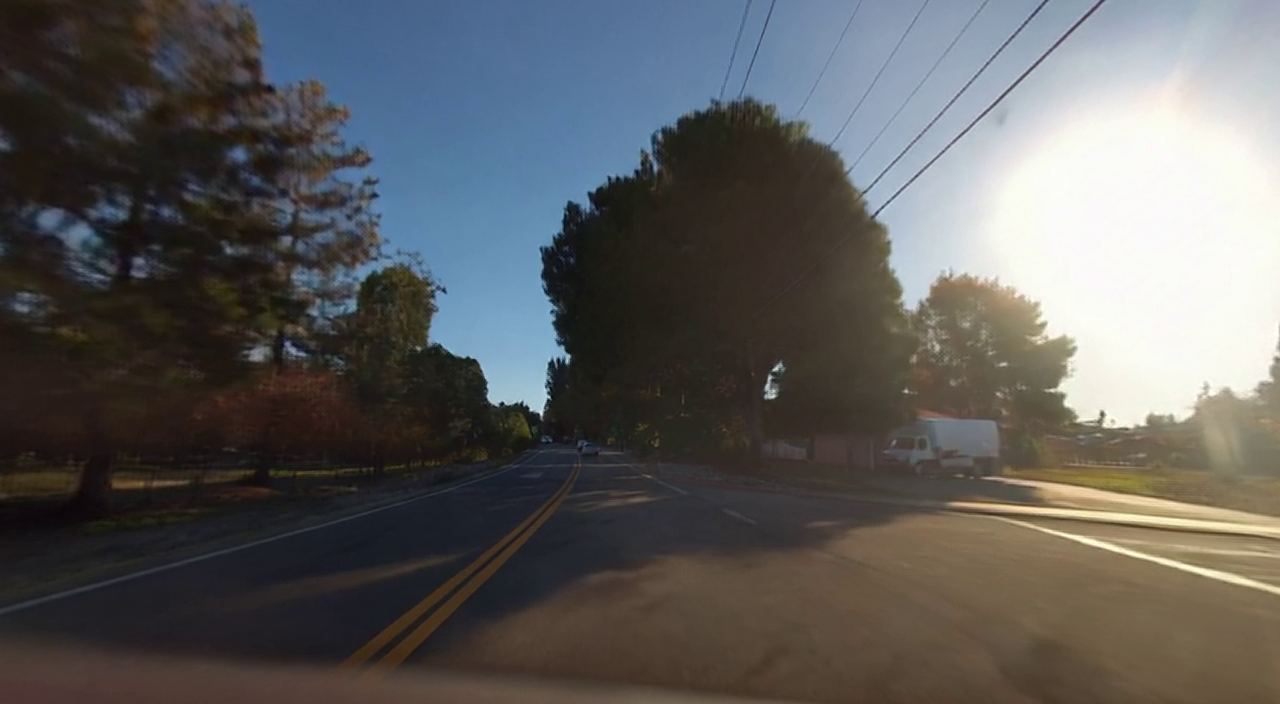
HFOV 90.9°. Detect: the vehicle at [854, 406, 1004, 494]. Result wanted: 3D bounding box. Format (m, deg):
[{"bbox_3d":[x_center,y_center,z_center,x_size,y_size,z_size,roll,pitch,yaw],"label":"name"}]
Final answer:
[{"bbox_3d":[12.829,4.350,28.103,5.297,3.064,2.935,10,-8,-15],"label":"vehicle"}]
